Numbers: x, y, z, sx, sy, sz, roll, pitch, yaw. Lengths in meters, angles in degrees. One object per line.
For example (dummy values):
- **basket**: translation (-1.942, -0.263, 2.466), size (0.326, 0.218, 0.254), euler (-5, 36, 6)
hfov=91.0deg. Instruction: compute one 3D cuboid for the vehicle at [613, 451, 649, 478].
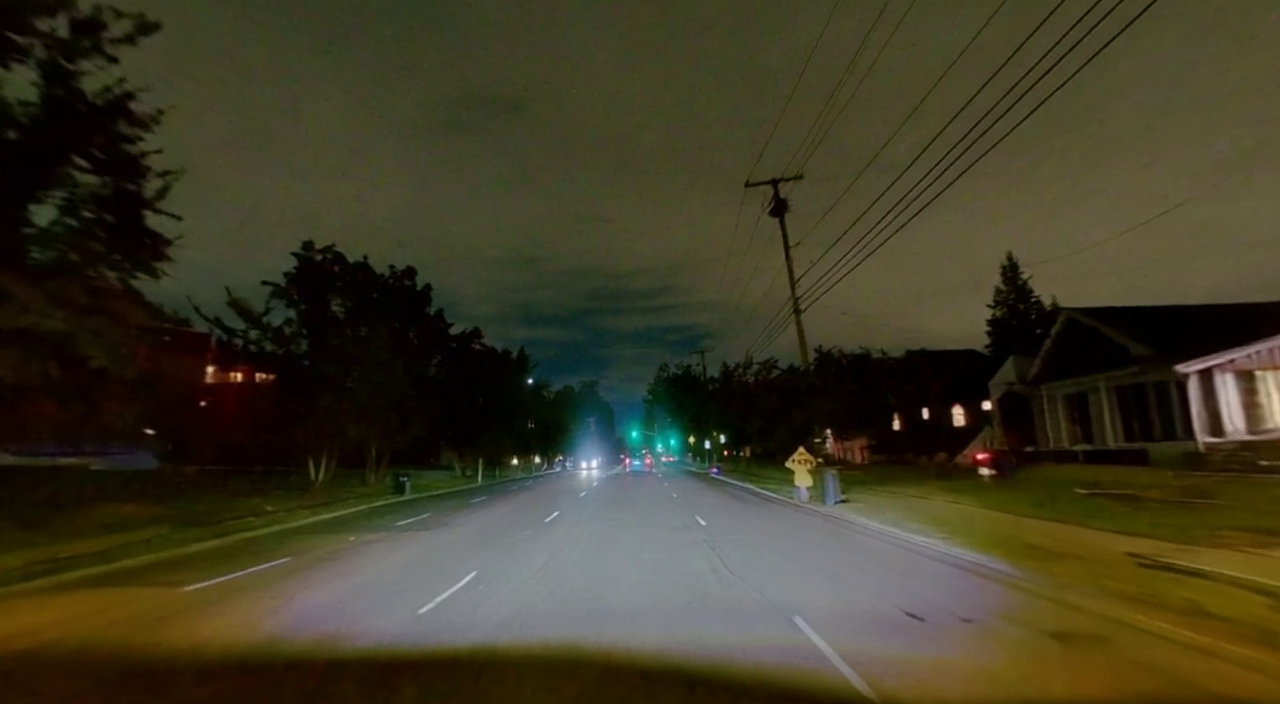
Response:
- **vehicle**: translation (-0.549, 6.751, 38.085), size (2.093, 1.497, 4.010), euler (0, -9, -1)
